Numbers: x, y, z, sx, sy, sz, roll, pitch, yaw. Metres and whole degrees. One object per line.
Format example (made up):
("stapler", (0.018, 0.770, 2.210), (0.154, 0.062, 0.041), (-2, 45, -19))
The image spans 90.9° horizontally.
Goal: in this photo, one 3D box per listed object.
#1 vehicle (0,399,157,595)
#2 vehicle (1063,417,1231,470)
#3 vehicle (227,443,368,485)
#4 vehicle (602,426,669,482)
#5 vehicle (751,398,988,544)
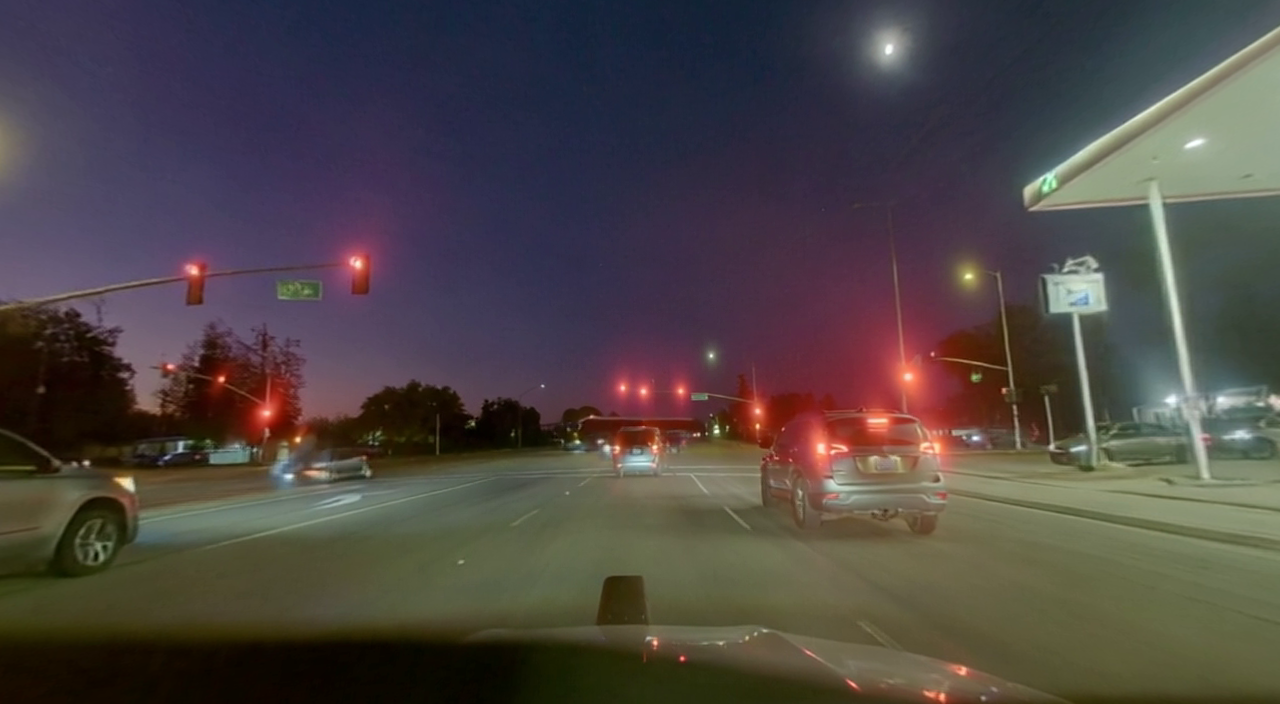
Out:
("vehicle", (-6.886, 1.223, 5.086), (2.011, 1.774, 4.866), (0, -8, 1))
("vehicle", (16.690, 3.031, 20.928), (3.848, 1.674, 1.887), (0, -9, 2))
("vehicle", (-13.629, 4.455, 25.465), (1.835, 1.485, 4.788), (-4, -9, 24))
("vehicle", (-0.107, 3.466, 21.565), (2.067, 1.702, 3.987), (0, -8, 1))
("vehicle", (3.215, 1.791, 10.004), (2.083, 1.779, 4.347), (0, -8, 0))
